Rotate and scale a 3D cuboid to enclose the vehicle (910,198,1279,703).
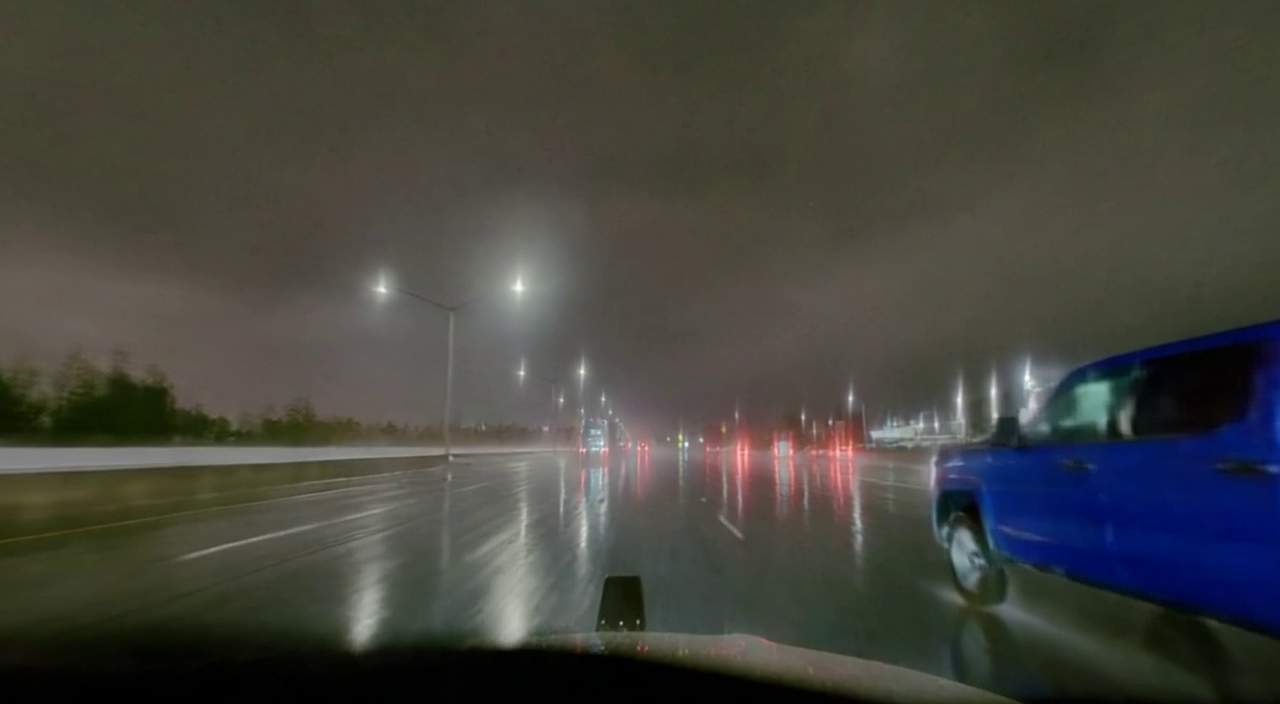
[{"bbox_3d":[3.570,0.513,2.180,2.593,2.110,6.016,0,-9,0],"label":"vehicle"}]
